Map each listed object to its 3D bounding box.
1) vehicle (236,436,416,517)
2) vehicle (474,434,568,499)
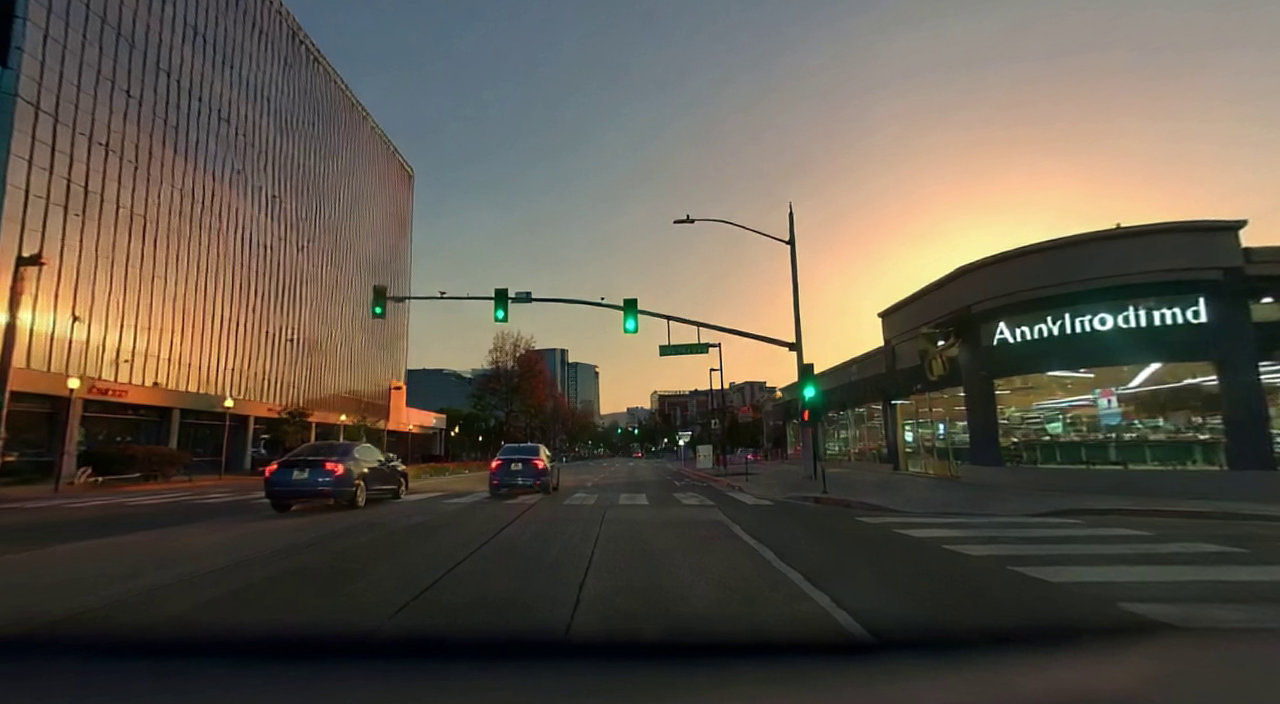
[{"bbox_3d":[-7.129,2.835,15.019,1.909,1.605,4.561,0,-8,0],"label":"vehicle"},{"bbox_3d":[-3.418,3.369,19.005,2.052,1.729,4.195,0,-8,-1],"label":"vehicle"}]
